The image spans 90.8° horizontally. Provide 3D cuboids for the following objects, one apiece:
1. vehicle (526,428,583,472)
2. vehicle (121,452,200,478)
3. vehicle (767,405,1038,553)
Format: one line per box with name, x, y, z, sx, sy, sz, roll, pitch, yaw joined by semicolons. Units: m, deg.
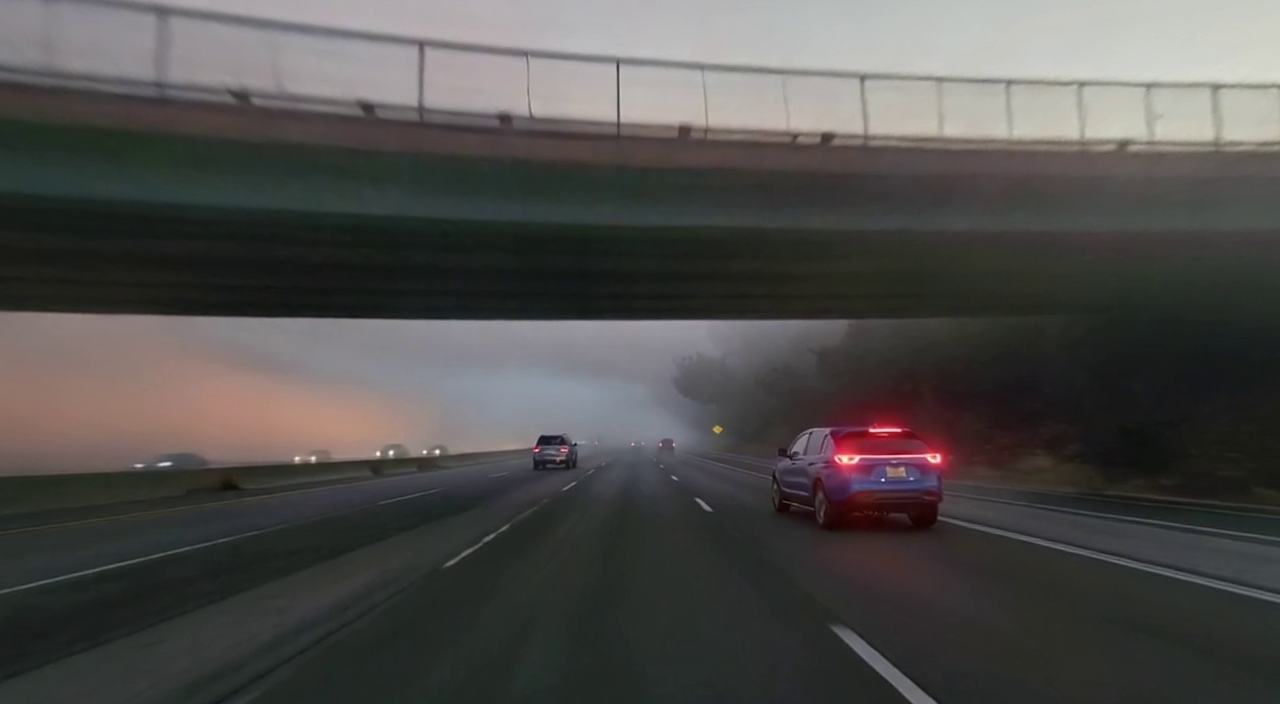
vehicle;-3.887;4.558;29.556;2.018;1.872;4.728;0;-9;0
vehicle;-30.531;7.171;40.370;1.791;1.507;4.074;0;-9;0
vehicle;3.617;1.851;9.885;2.185;1.749;4.477;0;-8;-2
